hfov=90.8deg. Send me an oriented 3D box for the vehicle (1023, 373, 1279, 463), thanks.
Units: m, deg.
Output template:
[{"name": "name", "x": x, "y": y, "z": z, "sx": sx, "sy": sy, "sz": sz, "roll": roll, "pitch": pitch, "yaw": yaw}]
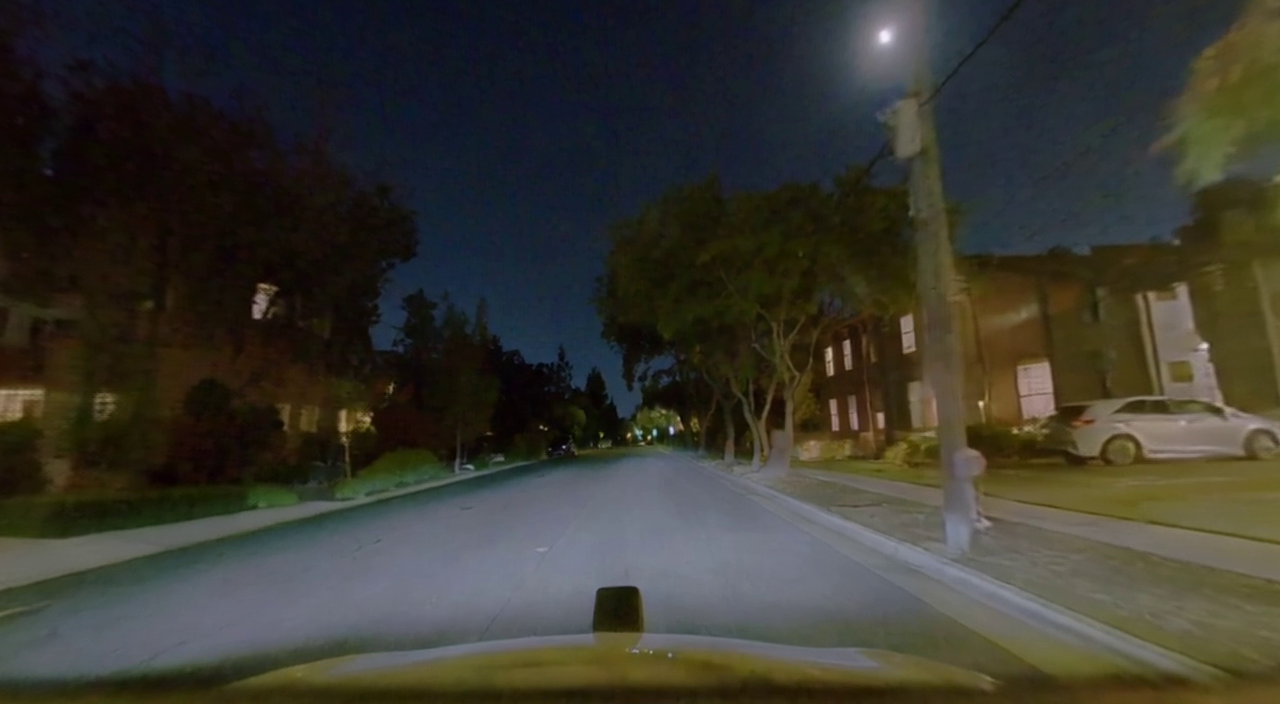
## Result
[{"name": "vehicle", "x": 11.269, "y": 1.419, "z": 13.412, "sx": 4.894, "sy": 1.616, "sz": 1.965, "roll": -2, "pitch": -8, "yaw": 2}]
